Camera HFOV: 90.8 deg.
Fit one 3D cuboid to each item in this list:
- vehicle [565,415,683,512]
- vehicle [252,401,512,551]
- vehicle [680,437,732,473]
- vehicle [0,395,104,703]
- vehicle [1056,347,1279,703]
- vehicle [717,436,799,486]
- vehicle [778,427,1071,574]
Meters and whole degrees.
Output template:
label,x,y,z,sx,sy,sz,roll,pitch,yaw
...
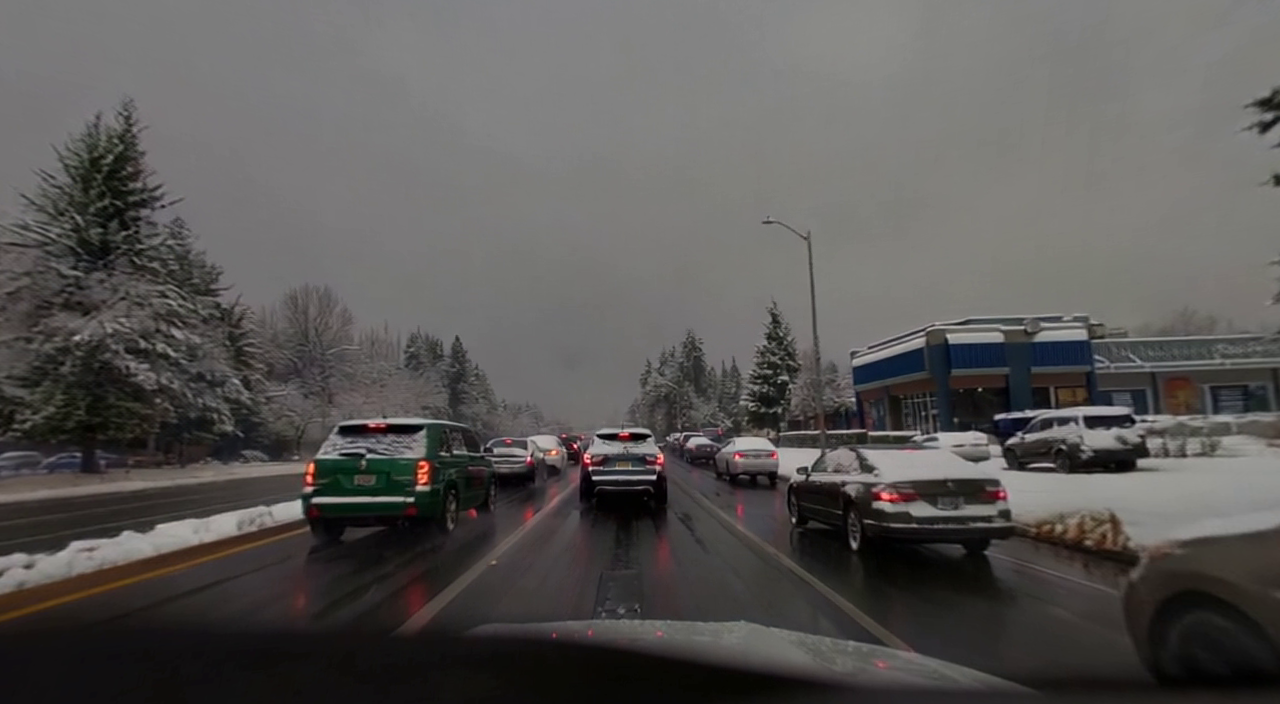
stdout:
label,x,y,z,sx,sy,sz,roll,pitch,yaw
vehicle,-0.350,2.427,14.116,2.238,1.825,4.190,0,-9,-1
vehicle,-3.650,1.871,10.124,2.231,1.853,4.461,0,-9,0
vehicle,2.974,4.740,29.204,1.903,1.529,3.649,0,-9,-2
vehicle,-3.718,0.679,0.850,2.051,1.522,4.509,0,-9,-1
vehicle,3.402,0.677,1.346,2.047,1.671,4.267,0,-9,-1
vehicle,3.861,3.643,21.466,1.875,1.521,4.192,0,-9,-1
vehicle,3.374,1.835,8.649,1.900,1.477,4.352,0,-8,-1
